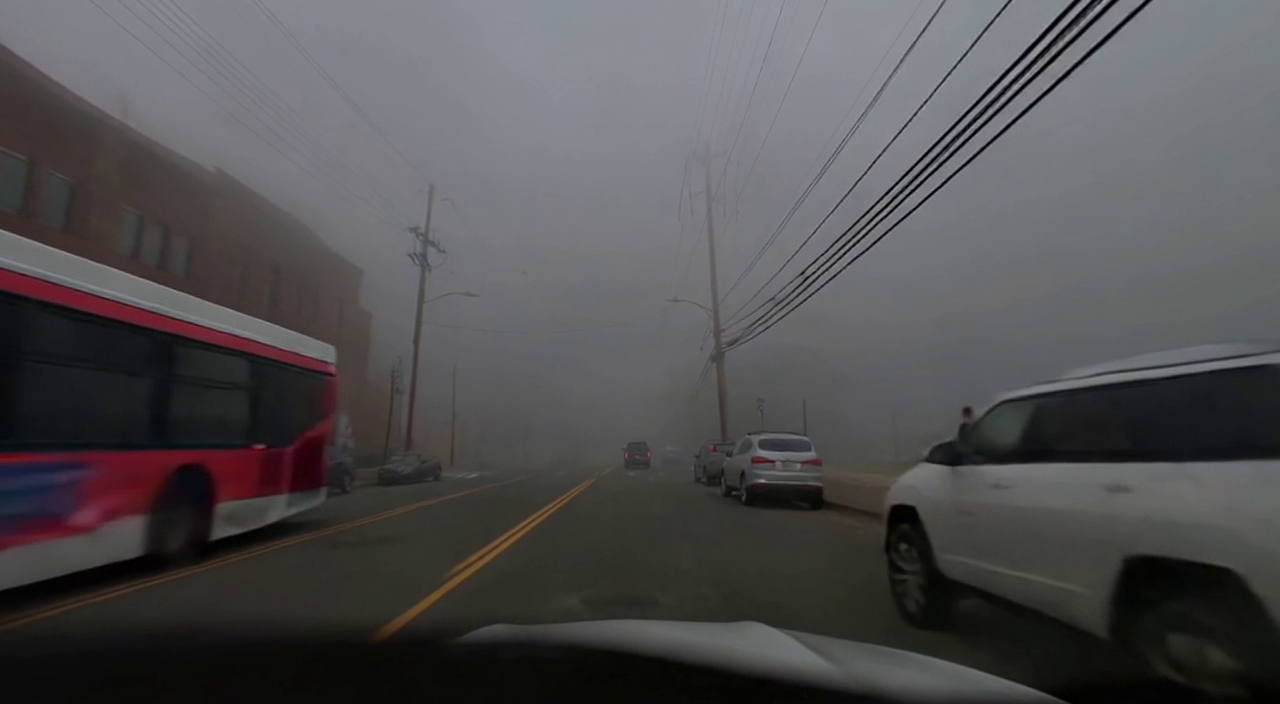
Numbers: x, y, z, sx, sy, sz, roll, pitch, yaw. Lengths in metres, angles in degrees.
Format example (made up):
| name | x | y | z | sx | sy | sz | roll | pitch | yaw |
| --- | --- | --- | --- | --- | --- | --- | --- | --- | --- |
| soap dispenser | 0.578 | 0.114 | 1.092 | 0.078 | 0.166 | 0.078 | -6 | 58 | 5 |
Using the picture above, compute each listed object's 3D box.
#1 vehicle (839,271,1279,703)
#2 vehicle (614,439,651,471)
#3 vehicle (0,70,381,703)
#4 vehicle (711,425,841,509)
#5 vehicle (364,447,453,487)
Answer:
| name | x | y | z | sx | sy | sz | roll | pitch | yaw |
| --- | --- | --- | --- | --- | --- | --- | --- | --- | --- |
| vehicle | 3.065 | 0.918 | 3.450 | 2.230 | 1.855 | 4.922 | 0 | -9 | -1 |
| vehicle | -0.457 | 6.313 | 38.797 | 2.190 | 1.783 | 4.048 | 0 | -9 | 0 |
| vehicle | -4.989 | 0.258 | 3.317 | 3.297 | 3.342 | 12.875 | 1 | -9 | -7 |
| vehicle | 3.169 | 2.820 | 15.881 | 2.102 | 1.765 | 4.674 | 0 | -9 | -1 |
| vehicle | -10.035 | 5.046 | 27.862 | 2.079 | 1.550 | 4.865 | -1 | -10 | 0 |
